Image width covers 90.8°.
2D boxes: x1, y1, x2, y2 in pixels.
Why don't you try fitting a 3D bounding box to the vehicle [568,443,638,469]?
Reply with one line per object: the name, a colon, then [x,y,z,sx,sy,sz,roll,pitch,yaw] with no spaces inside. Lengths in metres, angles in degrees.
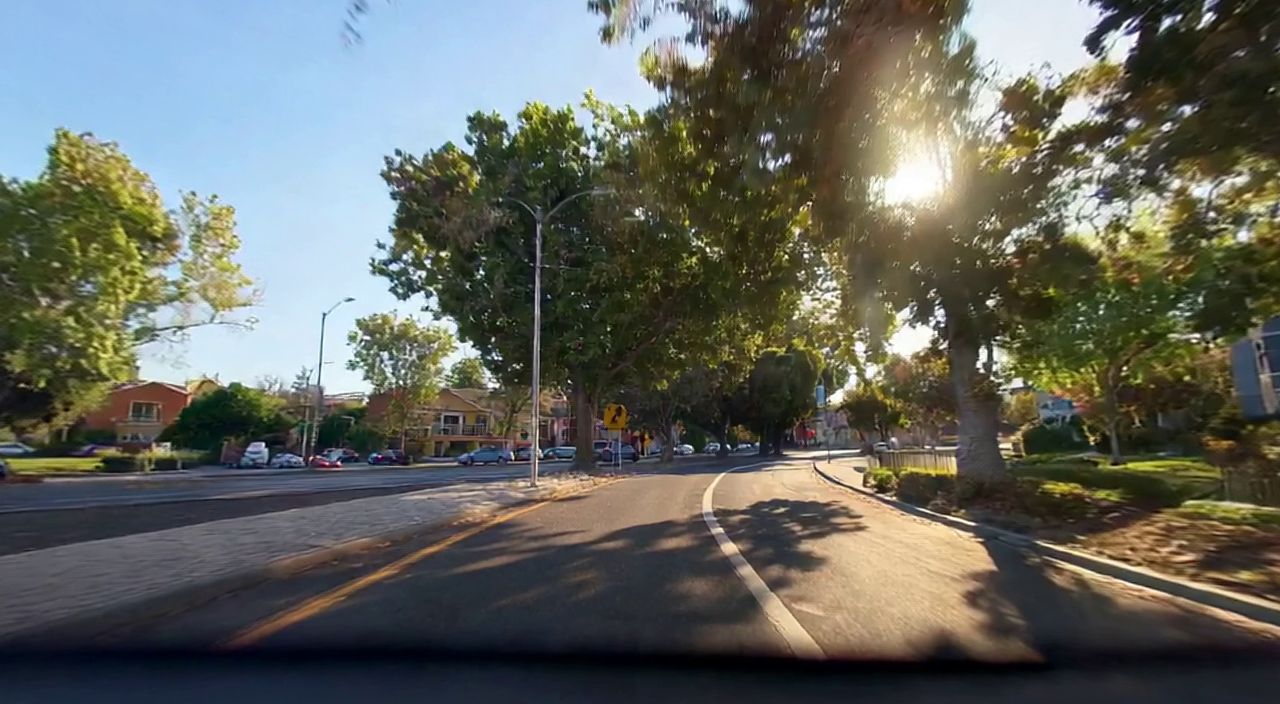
vehicle: [-2.218,6.467,39.473,2.081,1.489,4.863,-5,-10,29]
